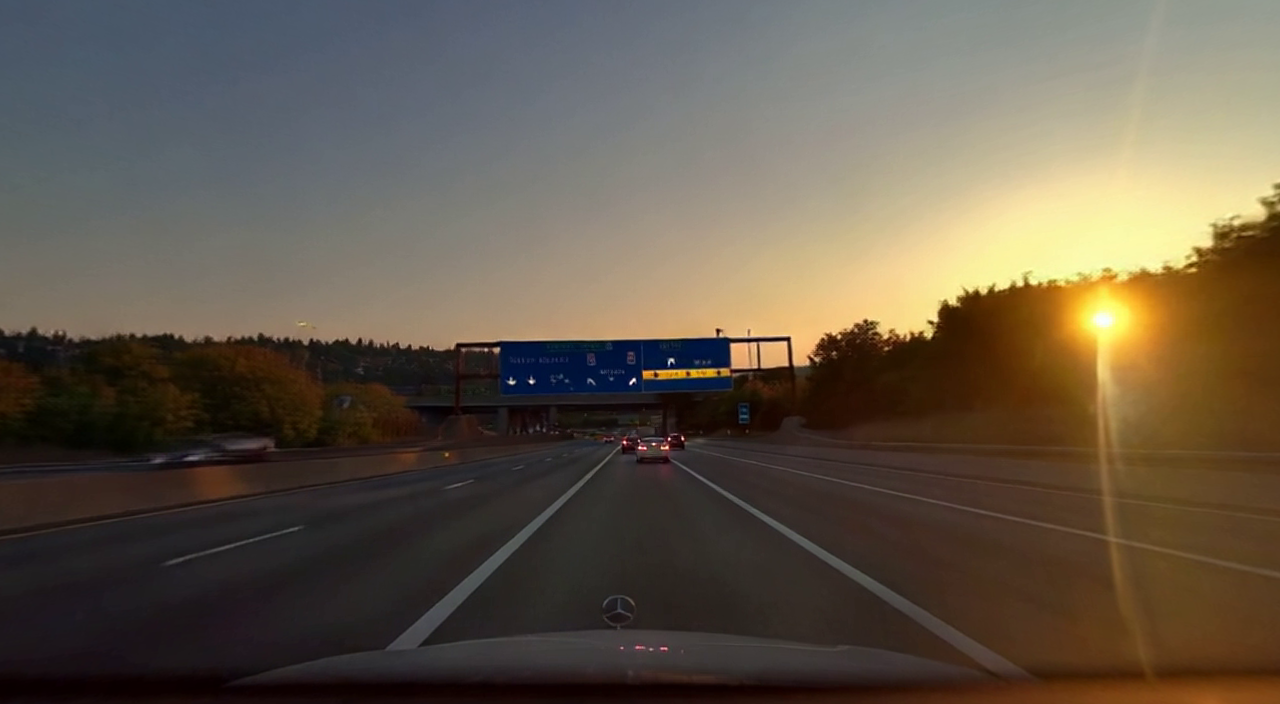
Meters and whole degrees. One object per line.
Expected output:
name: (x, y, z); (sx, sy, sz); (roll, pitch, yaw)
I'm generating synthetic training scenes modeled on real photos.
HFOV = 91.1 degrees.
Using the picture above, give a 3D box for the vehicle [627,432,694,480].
vehicle: (0.594, 3.498, 21.450); (2.046, 1.467, 3.844); (0, -8, -2)

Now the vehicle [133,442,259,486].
vehicle: (-19.203, 4.820, 27.541); (1.890, 1.677, 5.012); (0, -8, 0)
